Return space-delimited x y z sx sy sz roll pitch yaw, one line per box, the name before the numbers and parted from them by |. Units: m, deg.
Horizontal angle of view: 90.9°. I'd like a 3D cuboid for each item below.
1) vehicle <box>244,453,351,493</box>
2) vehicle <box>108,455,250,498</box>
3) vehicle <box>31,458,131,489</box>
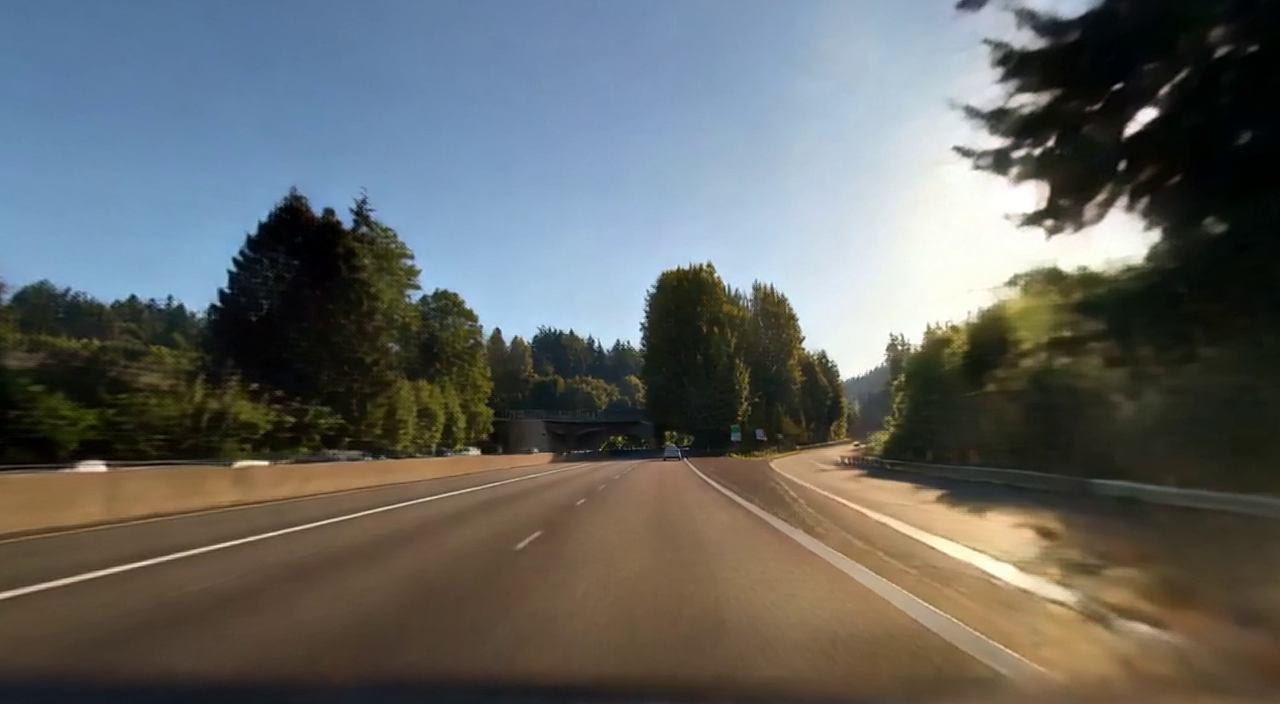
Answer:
vehicle | -14.033 4.940 26.146 2.014 1.476 4.195 0 -9 1
vehicle | -17.842 4.809 24.710 2.122 1.492 4.416 0 -9 1
vehicle | -31.086 6.724 35.260 1.809 1.521 4.768 1 -9 -9
